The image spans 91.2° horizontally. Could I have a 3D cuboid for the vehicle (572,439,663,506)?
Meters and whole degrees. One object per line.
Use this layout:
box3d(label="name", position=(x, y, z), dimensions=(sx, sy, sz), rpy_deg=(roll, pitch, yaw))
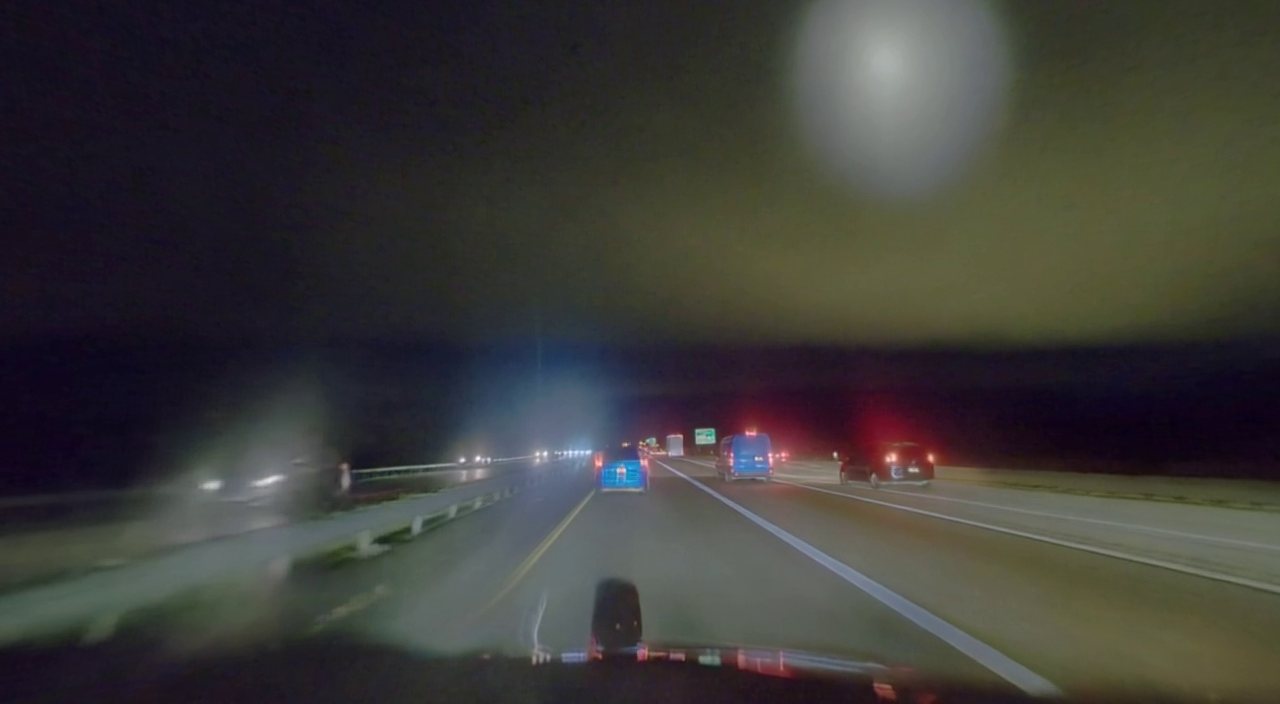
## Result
box3d(label="vehicle", position=(-0.516, 3.011, 16.030), dimensions=(2.029, 1.483, 3.769), rpy_deg=(0, -9, 0))

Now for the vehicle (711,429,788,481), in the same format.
box3d(label="vehicle", position=(4.413, 4.280, 26.168), dimensions=(2.261, 1.952, 4.784), rpy_deg=(0, -9, -1))

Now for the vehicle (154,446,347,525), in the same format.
box3d(label="vehicle", position=(-8.798, 3.004, 14.685), dimensions=(1.851, 1.542, 4.150), rpy_deg=(0, -9, 0))
